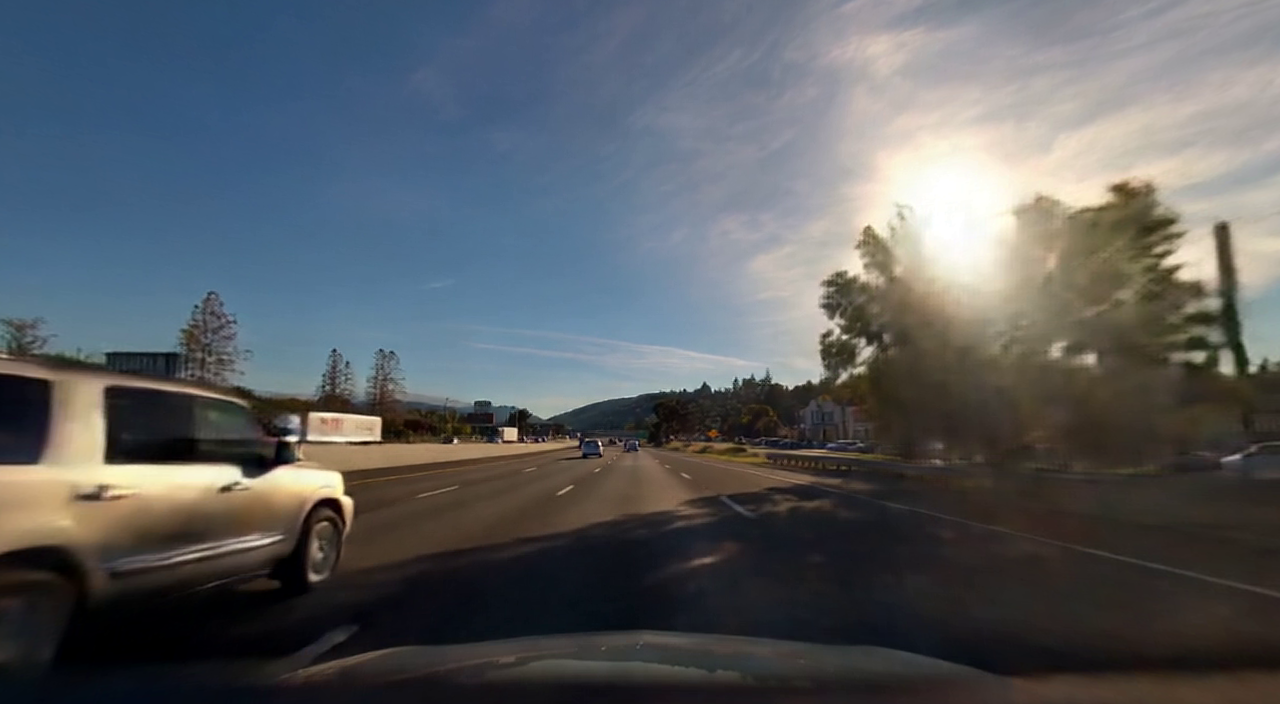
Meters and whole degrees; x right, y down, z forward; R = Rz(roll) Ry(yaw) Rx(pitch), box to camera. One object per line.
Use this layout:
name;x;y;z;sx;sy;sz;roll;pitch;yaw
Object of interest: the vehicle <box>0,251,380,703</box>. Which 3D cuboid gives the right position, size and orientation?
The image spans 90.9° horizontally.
vehicle;-3.977;0.800;3.652;2.352;2.209;5.802;0;-8;1
